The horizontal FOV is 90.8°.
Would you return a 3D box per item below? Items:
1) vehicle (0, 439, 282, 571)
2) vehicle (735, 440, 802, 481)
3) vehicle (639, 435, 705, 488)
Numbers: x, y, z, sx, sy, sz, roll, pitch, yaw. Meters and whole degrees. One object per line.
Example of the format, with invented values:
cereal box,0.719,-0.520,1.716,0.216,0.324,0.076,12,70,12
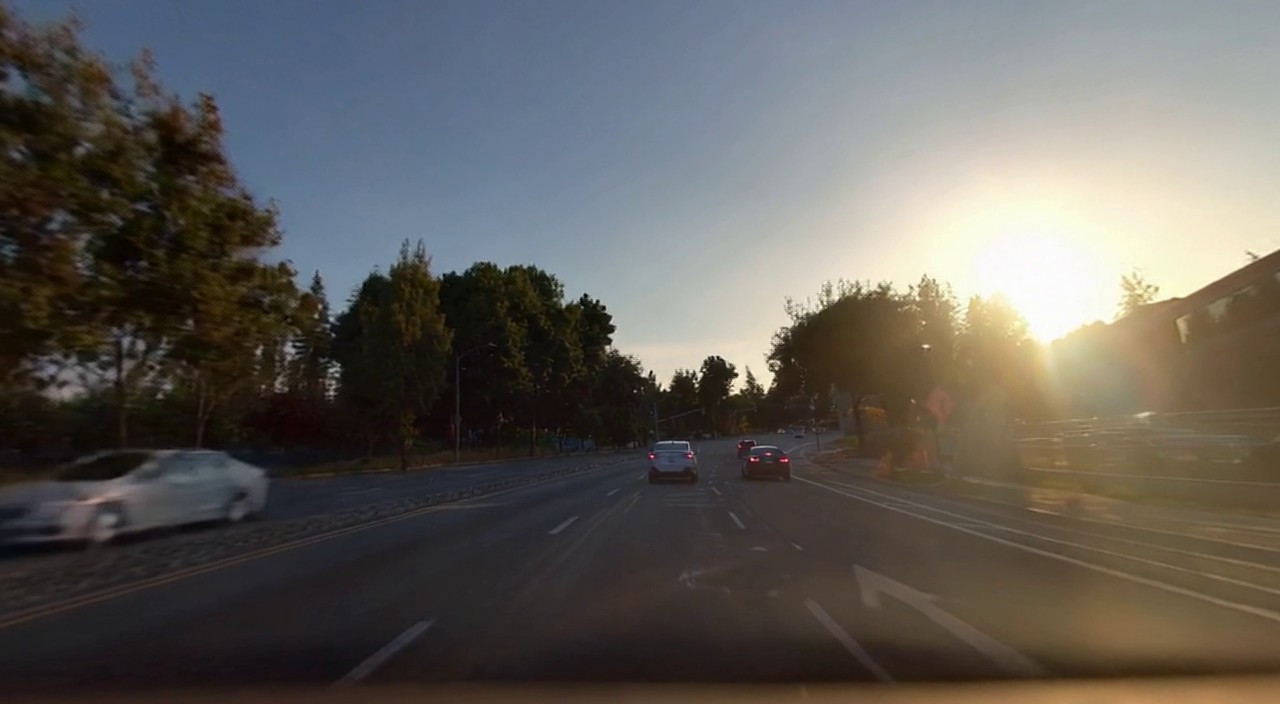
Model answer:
vehicle,-7.748,2.083,9.483,1.933,1.472,4.482,-1,-9,3
vehicle,5.077,4.350,25.548,2.147,1.474,4.083,-1,-9,4
vehicle,1.232,3.869,22.578,2.105,1.676,4.541,-1,-9,5
